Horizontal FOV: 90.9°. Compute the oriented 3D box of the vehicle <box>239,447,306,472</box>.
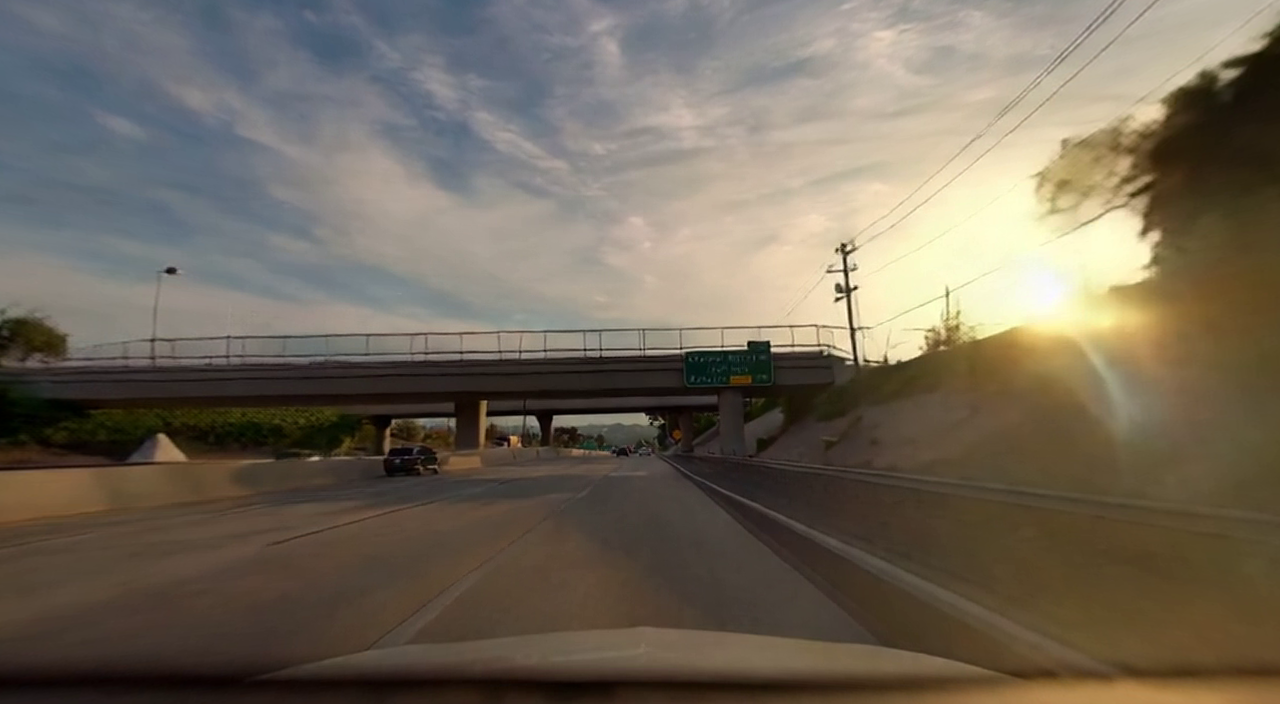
[{"bbox_3d":[-23.312,6.822,40.195,1.839,1.504,3.977,-1,-8,1],"label":"vehicle"}]

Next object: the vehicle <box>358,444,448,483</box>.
[{"bbox_3d":[-10.024,4.724,27.110,2.056,1.476,4.562,-1,-8,1],"label":"vehicle"}]
